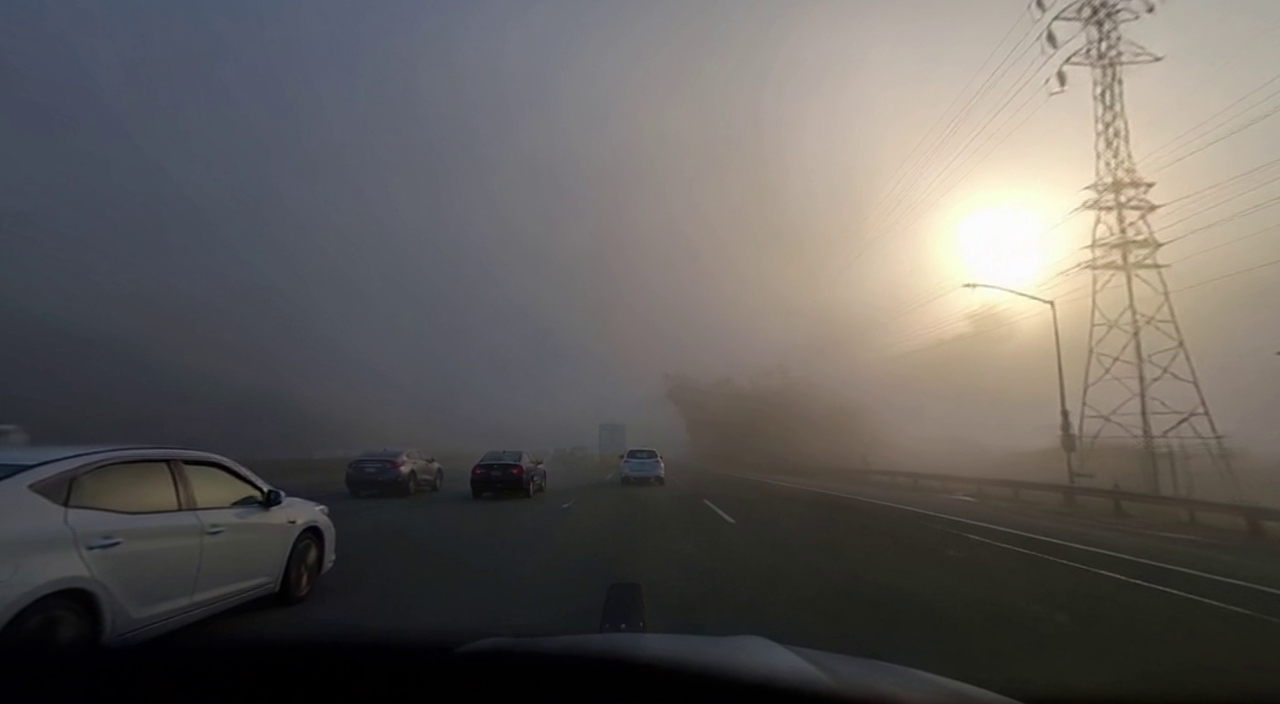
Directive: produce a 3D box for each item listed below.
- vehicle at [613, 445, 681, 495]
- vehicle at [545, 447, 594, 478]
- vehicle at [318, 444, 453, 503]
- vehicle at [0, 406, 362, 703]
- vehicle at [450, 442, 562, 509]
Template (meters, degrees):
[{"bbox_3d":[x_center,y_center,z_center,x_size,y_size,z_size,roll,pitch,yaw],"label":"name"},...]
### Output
[{"bbox_3d":[0.180,3.873,21.186,2.018,1.470,4.491,0,-9,-1],"label":"vehicle"},{"bbox_3d":[-3.496,5.562,32.041,2.013,1.437,3.801,0,-9,0],"label":"vehicle"},{"bbox_3d":[-7.046,3.389,18.065,1.867,1.445,4.499,0,-9,2],"label":"vehicle"},{"bbox_3d":[-3.645,1.163,3.823,1.883,1.500,4.373,0,-9,1],"label":"vehicle"},{"bbox_3d":[-3.254,3.078,16.188,1.912,1.464,4.115,0,-9,1],"label":"vehicle"}]
